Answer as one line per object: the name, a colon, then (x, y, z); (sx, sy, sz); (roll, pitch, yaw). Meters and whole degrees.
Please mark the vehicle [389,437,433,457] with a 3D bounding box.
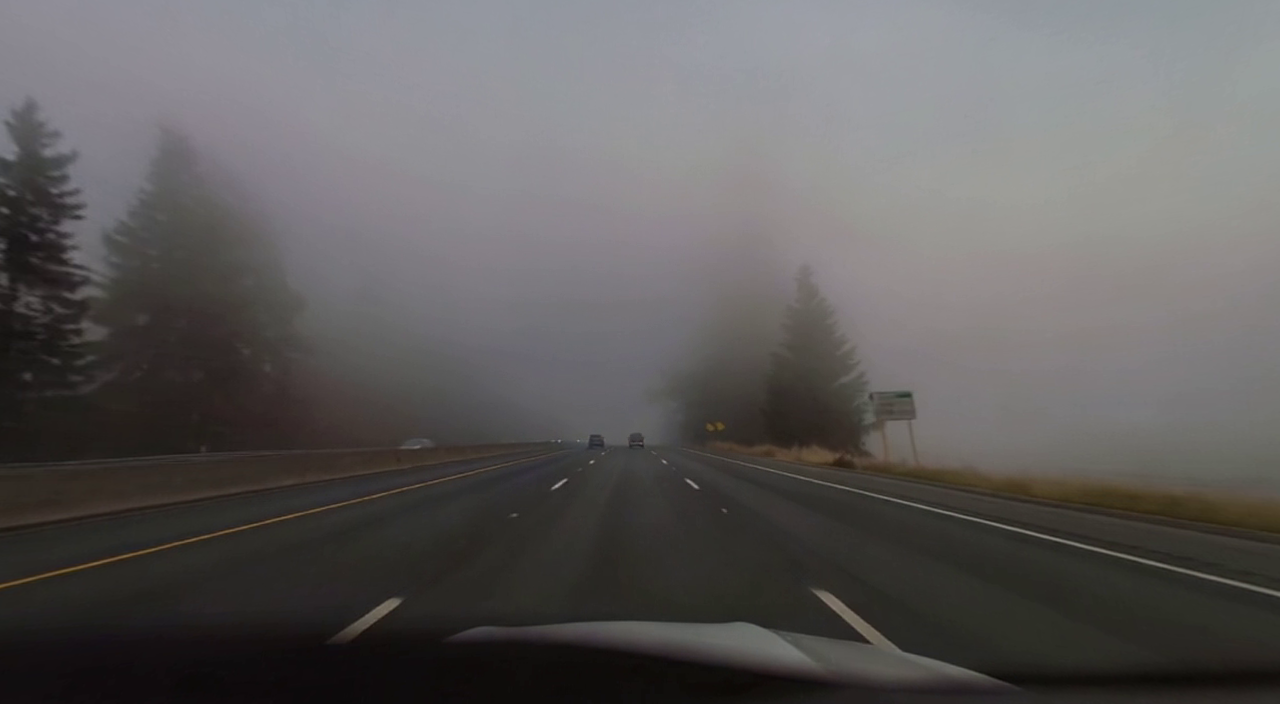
vehicle: (-17.958, 7.467, 49.575); (1.826, 1.498, 4.295); (0, -8, 0)
